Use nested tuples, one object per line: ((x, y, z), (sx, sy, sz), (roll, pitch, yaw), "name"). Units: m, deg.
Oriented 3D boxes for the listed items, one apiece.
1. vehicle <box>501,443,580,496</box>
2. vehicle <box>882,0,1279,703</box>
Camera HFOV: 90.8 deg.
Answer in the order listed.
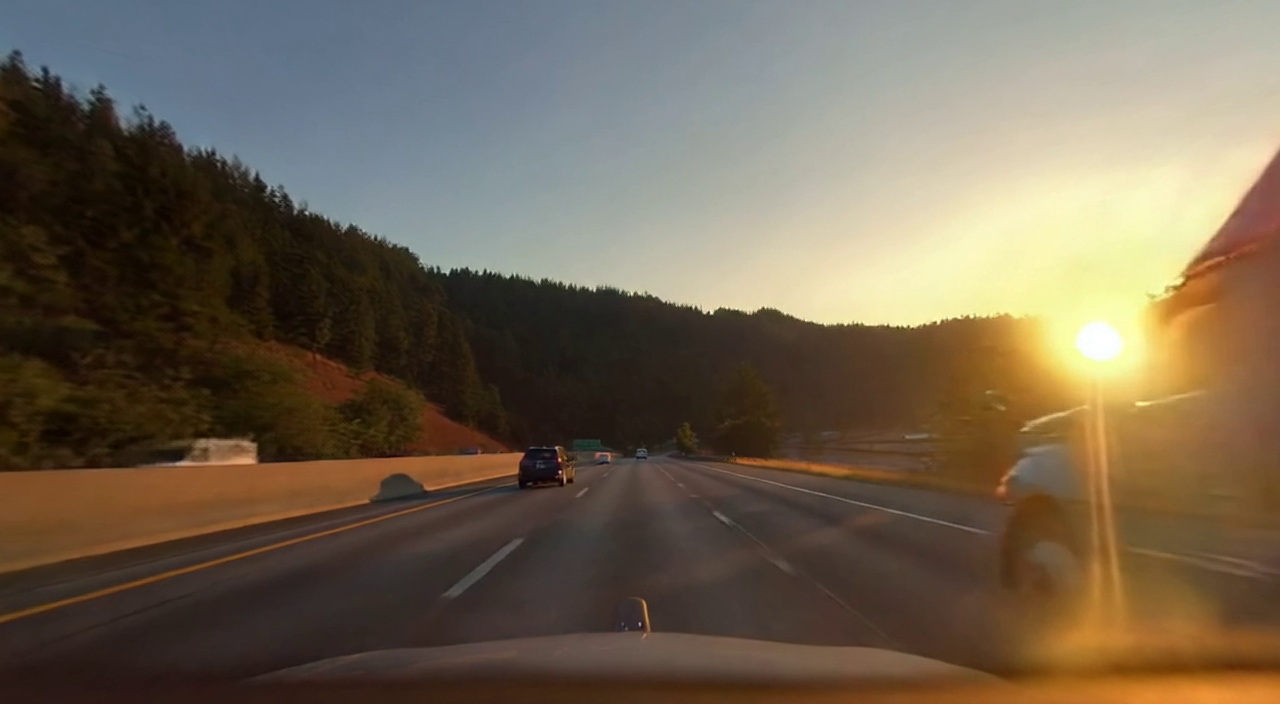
((-3.153, 3.821, 20.909), (1.944, 1.548, 4.051), (0, -9, 0), "vehicle")
((3.986, -0.134, 3.299), (3.016, 3.891, 5.767), (0, -9, 0), "vehicle")
